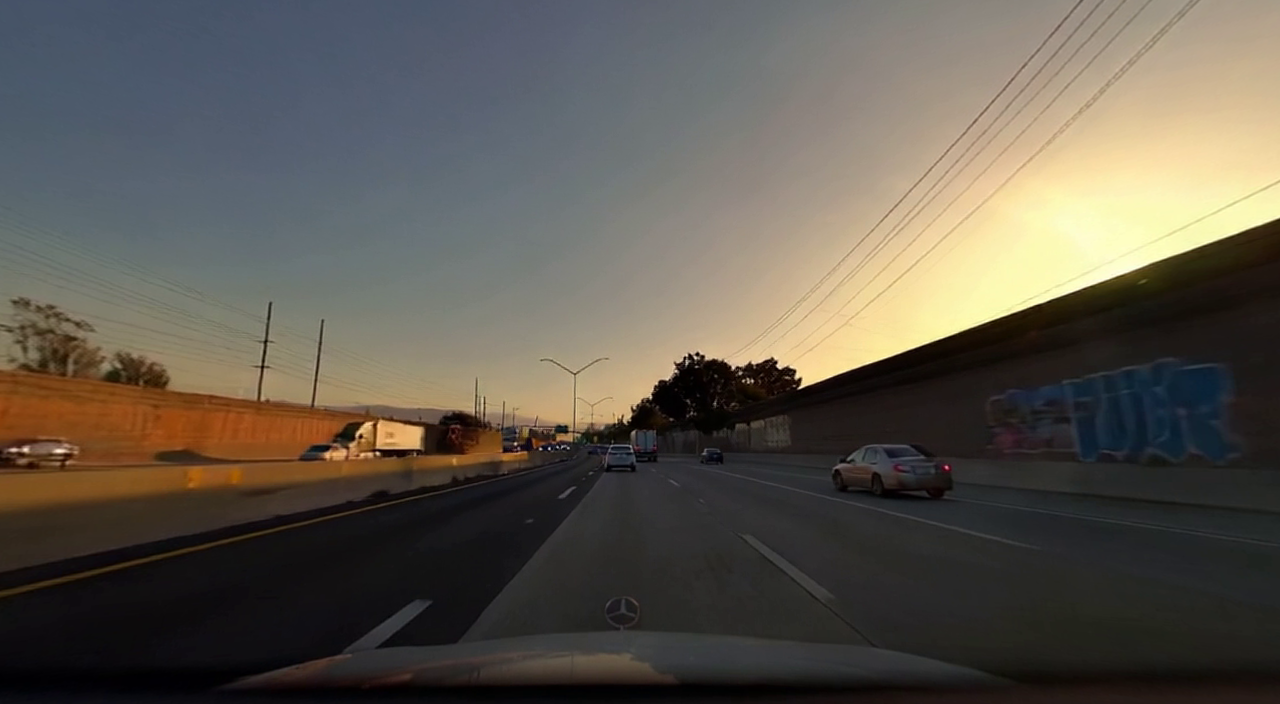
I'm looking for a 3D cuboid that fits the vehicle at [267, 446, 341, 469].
[{"bbox_3d":[-17.541,5.511,33.202,1.781,1.142,3.830,0,-9,0],"label":"vehicle"}]

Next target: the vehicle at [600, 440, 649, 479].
[{"bbox_3d":[-0.679,5.054,29.883,2.191,1.685,3.353,0,-9,0],"label":"vehicle"}]

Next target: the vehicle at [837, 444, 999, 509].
[{"bbox_3d":[7.089,3.211,16.815,2.018,1.451,4.762,0,-9,-2],"label":"vehicle"}]

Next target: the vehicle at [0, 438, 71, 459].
[{"bbox_3d":[-31.090,4.705,30.871,4.563,0.956,2.176,5,-9,-34],"label":"vehicle"}]
